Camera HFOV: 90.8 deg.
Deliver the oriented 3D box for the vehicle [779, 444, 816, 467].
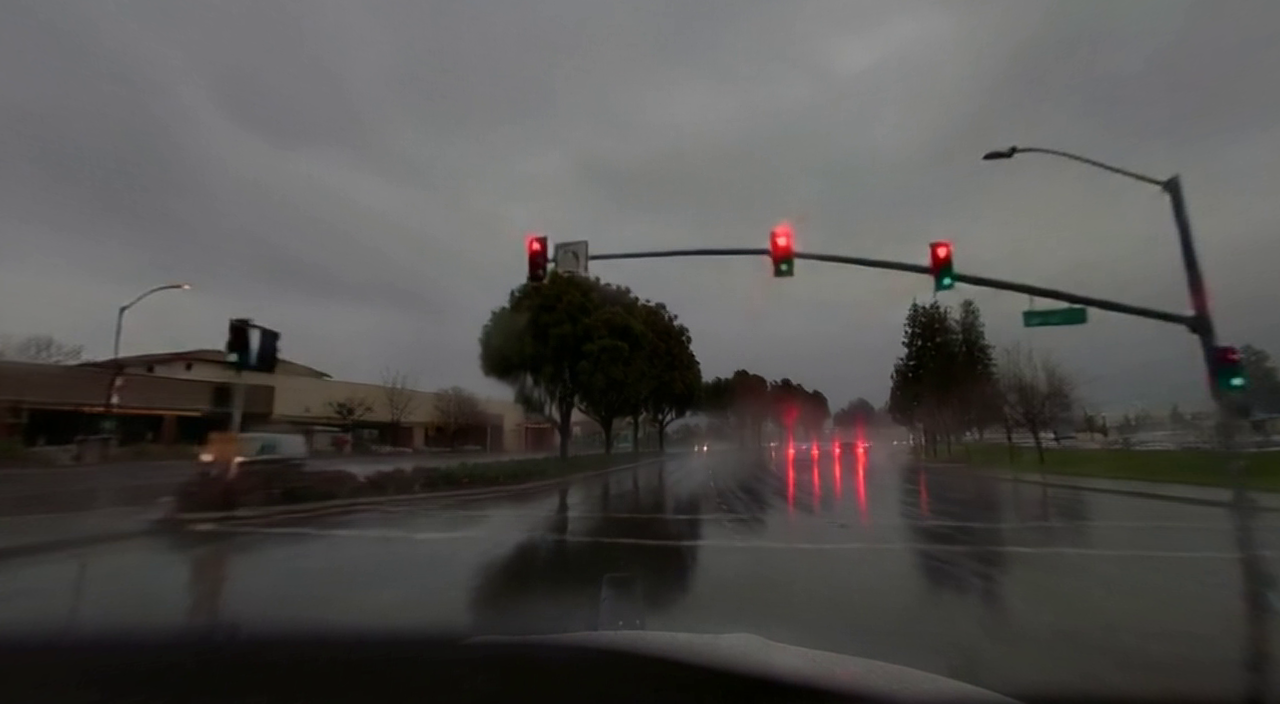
[{"bbox_3d":[10.798,7.124,43.555,1.988,1.460,3.996,-1,-9,8],"label":"vehicle"}]
